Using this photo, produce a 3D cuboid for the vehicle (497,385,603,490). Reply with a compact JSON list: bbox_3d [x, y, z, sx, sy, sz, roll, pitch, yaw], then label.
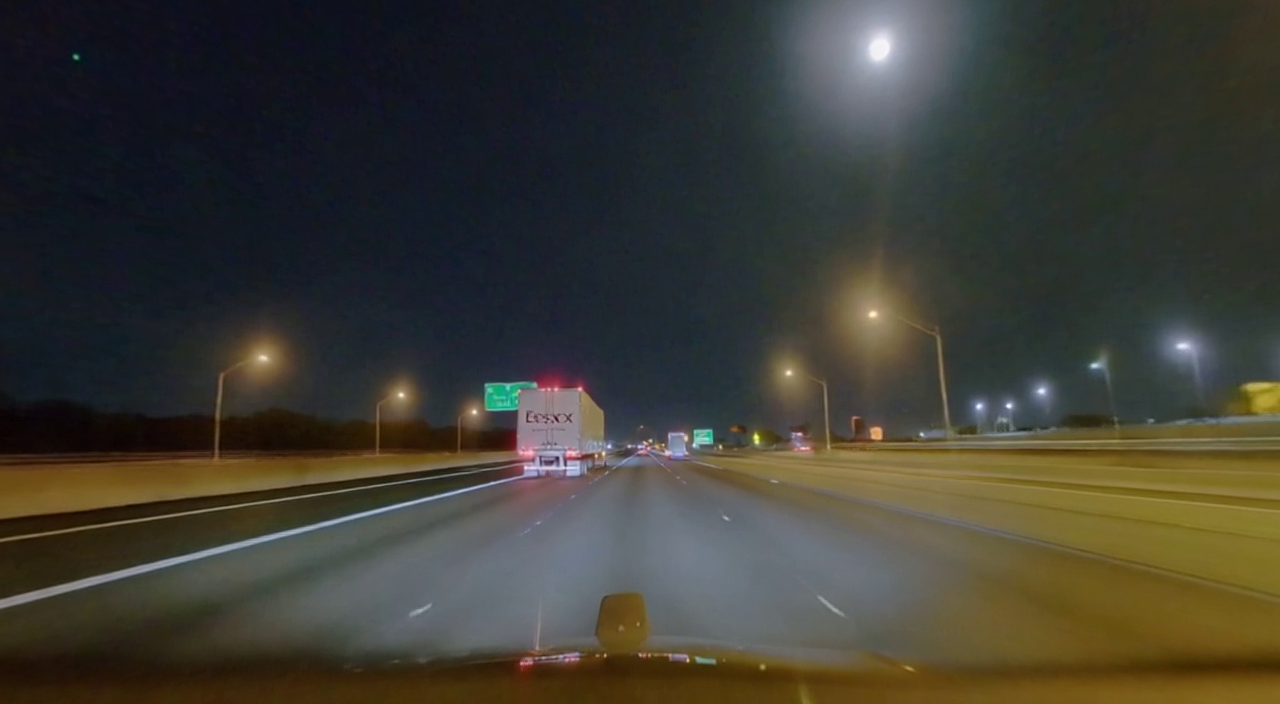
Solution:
[{"bbox_3d":[-3.248,3.479,25.226,2.922,3.458,8.360,0,-9,1],"label":"vehicle"}]
